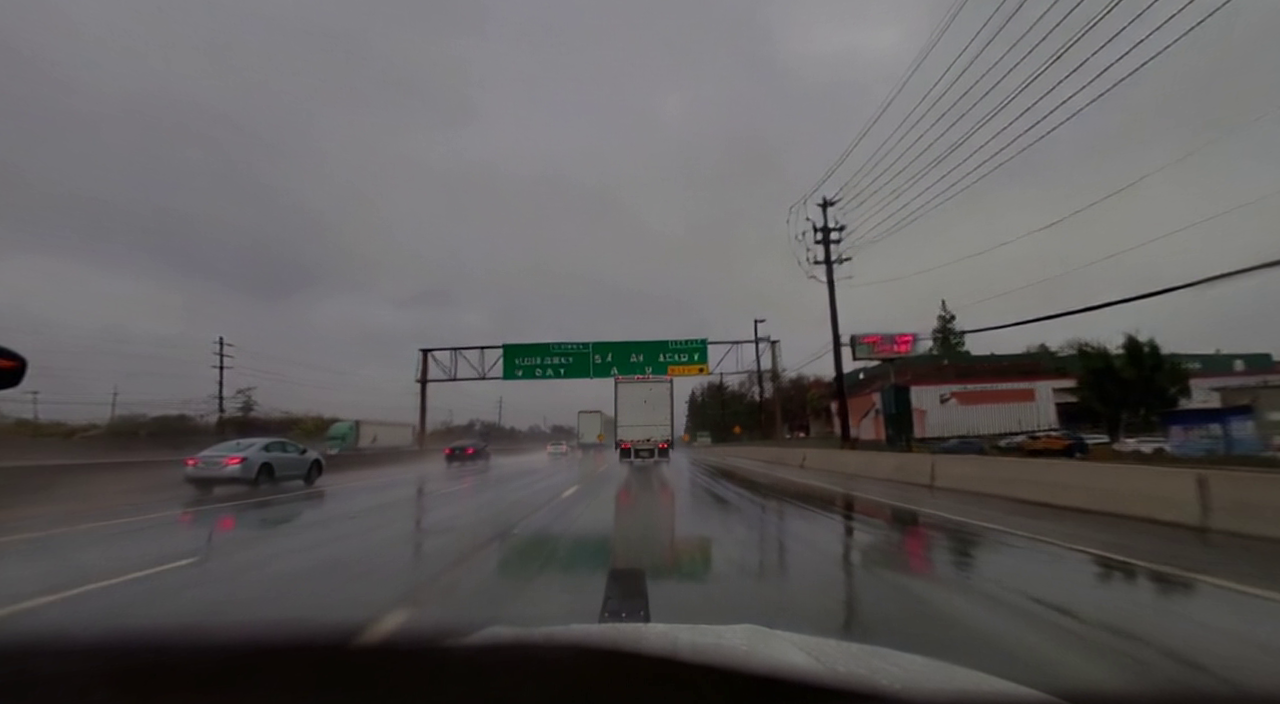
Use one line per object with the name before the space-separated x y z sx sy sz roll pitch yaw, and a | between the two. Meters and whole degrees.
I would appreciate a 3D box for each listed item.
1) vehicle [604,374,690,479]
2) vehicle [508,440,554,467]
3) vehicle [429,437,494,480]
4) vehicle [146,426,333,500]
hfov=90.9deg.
vehicle | 0.147 3.289 26.710 2.941 3.604 9.851 0 -9 -1
vehicle | -6.372 5.995 37.357 1.933 1.459 4.478 0 -9 0
vehicle | -6.997 4.170 24.942 1.736 1.580 2.778 0 -9 0
vehicle | -10.927 3.073 17.769 2.046 1.779 4.752 0 -9 1
